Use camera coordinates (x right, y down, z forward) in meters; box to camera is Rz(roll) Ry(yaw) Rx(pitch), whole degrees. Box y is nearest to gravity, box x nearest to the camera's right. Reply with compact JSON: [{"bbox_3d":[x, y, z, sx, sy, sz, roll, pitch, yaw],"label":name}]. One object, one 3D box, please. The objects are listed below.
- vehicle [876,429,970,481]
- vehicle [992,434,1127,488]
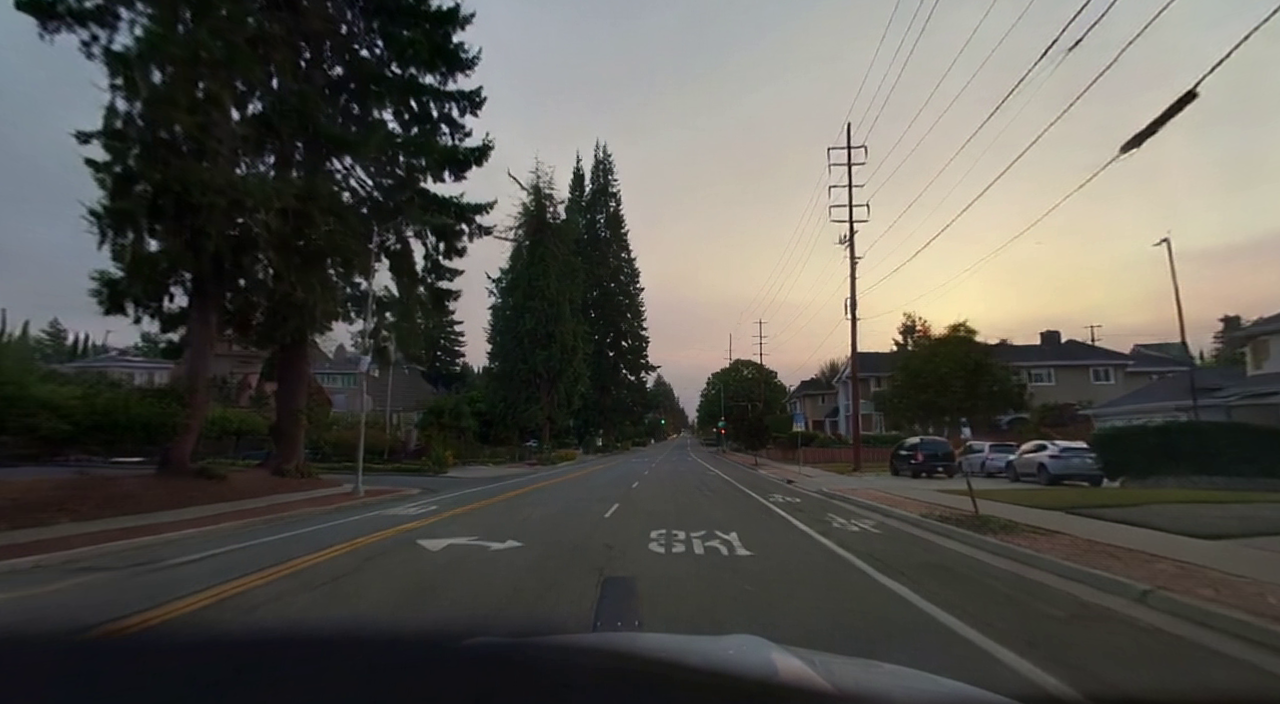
[{"bbox_3d":[11.715,4.288,26.451,1.912,1.953,4.651,0,-8,3],"label":"vehicle"},{"bbox_3d":[14.840,3.866,22.653,1.935,1.683,4.669,0,-8,5],"label":"vehicle"}]
